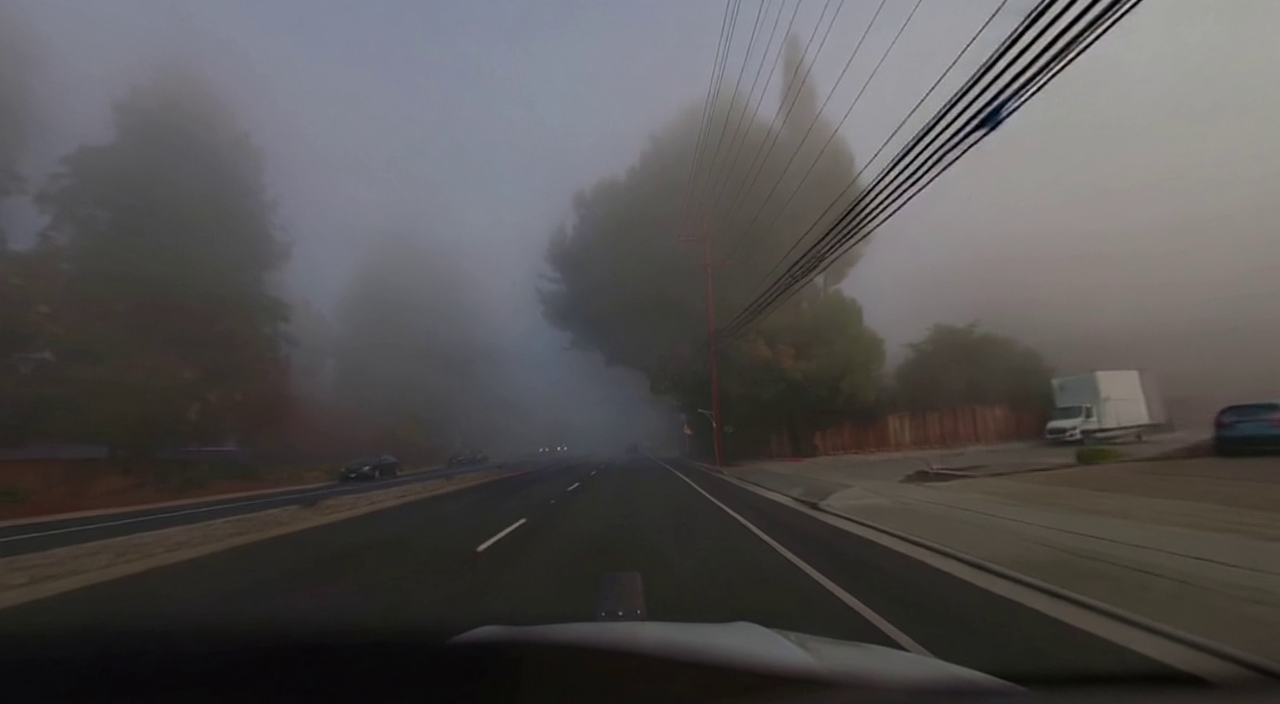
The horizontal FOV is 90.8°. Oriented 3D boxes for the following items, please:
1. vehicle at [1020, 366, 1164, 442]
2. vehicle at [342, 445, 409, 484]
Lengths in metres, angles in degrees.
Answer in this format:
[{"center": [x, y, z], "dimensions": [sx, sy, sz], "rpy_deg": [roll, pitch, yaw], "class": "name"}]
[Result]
[{"center": [23.712, 2.813, 33.621], "dimensions": [2.696, 3.581, 5.969], "rpy_deg": [-2, -6, -5], "class": "vehicle"}, {"center": [-16.073, 6.803, 38.699], "dimensions": [2.071, 1.883, 4.915], "rpy_deg": [-7, -7, -3], "class": "vehicle"}]
